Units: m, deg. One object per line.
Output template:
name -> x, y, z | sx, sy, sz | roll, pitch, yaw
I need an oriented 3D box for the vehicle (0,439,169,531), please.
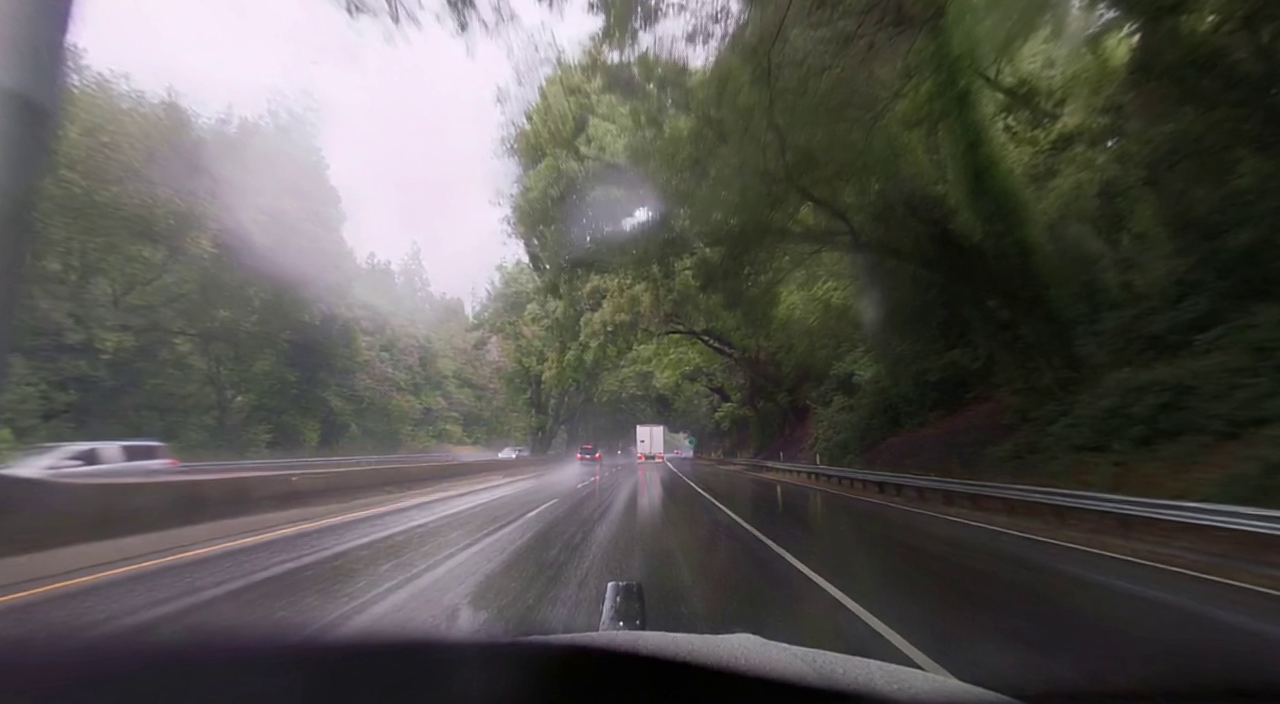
vehicle -> -12.701, 2.675, 13.074 | 2.125, 1.643, 4.749 | 0, -9, 1

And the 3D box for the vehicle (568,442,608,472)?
vehicle -> -3.468, 7.168, 43.155 | 2.173, 1.924, 5.030 | 0, -9, 1
